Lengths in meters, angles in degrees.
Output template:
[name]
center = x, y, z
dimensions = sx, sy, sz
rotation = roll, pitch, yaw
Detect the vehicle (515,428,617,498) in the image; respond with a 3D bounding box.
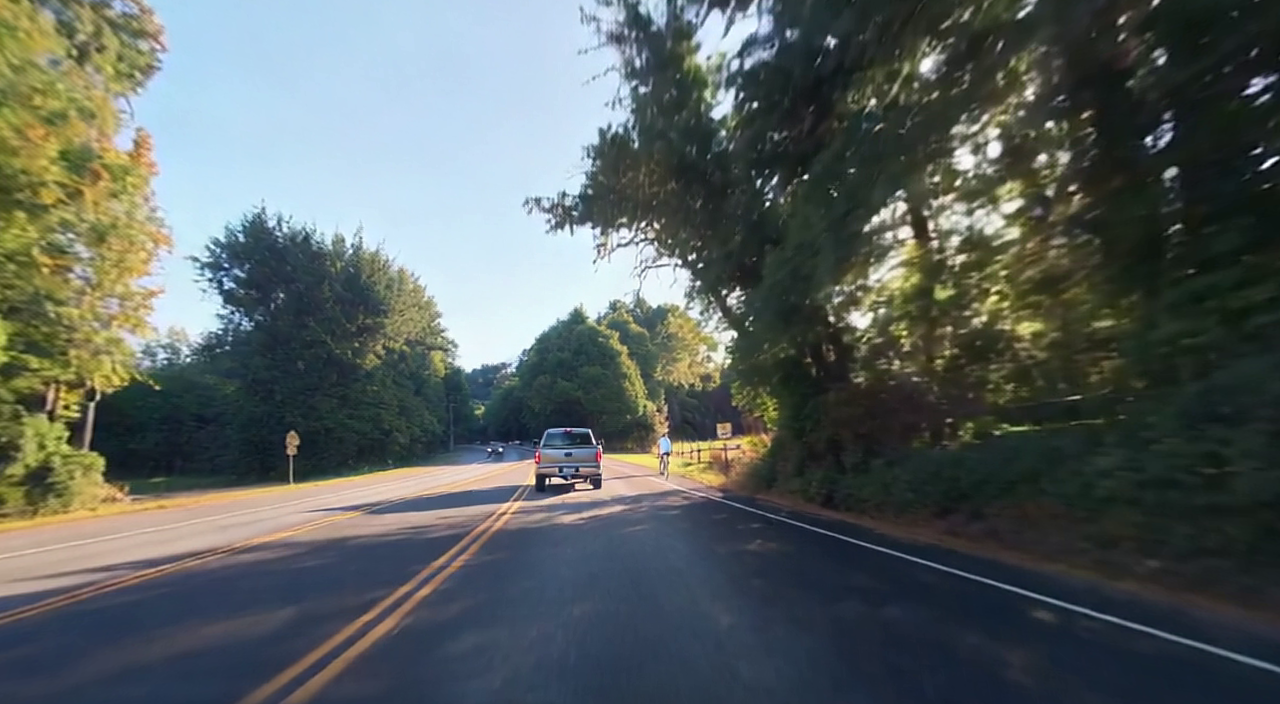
[vehicle]
center = -2.117, 3.282, 19.162
dimensions = 2.631, 1.798, 5.331
rotation = 0, -8, -4
